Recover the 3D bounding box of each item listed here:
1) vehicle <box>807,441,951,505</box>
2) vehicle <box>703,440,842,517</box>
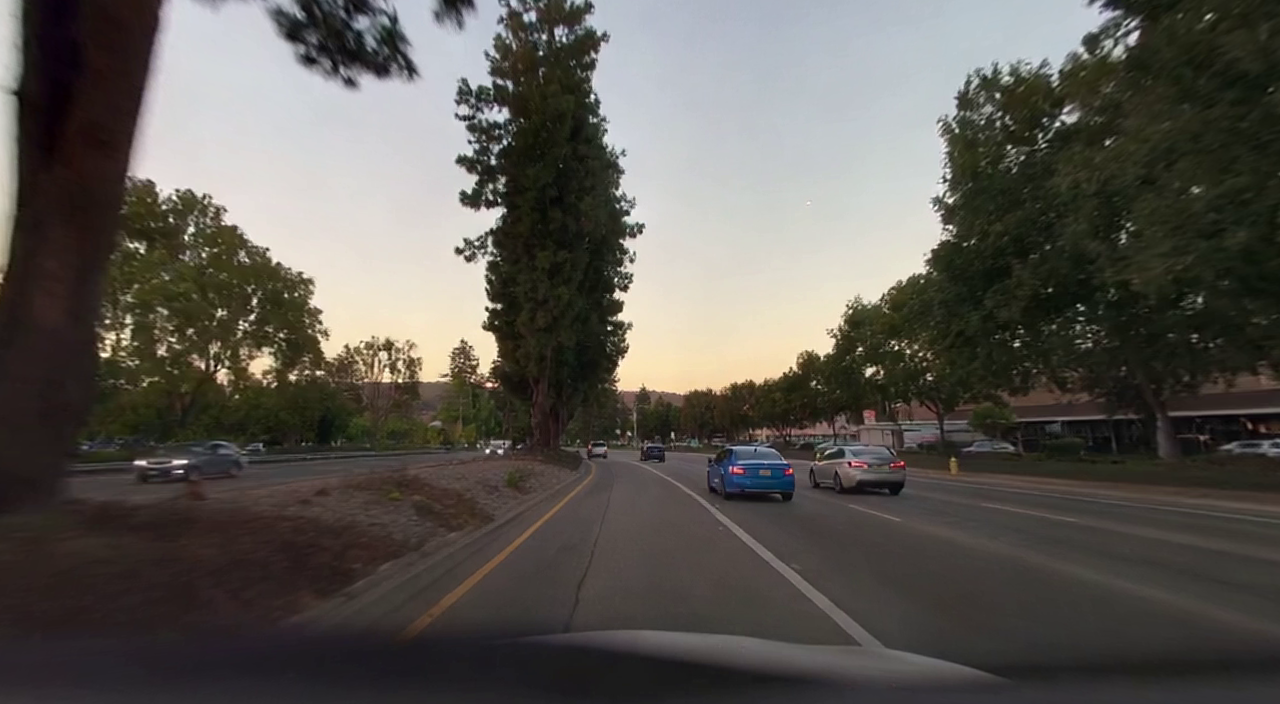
[{"bbox_3d":[6.145,3.141,16.852,1.901,1.474,4.363,1,-9,-4],"label":"vehicle"},{"bbox_3d":[2.807,2.779,14.385,2.077,1.464,4.134,0,-8,-3],"label":"vehicle"}]
